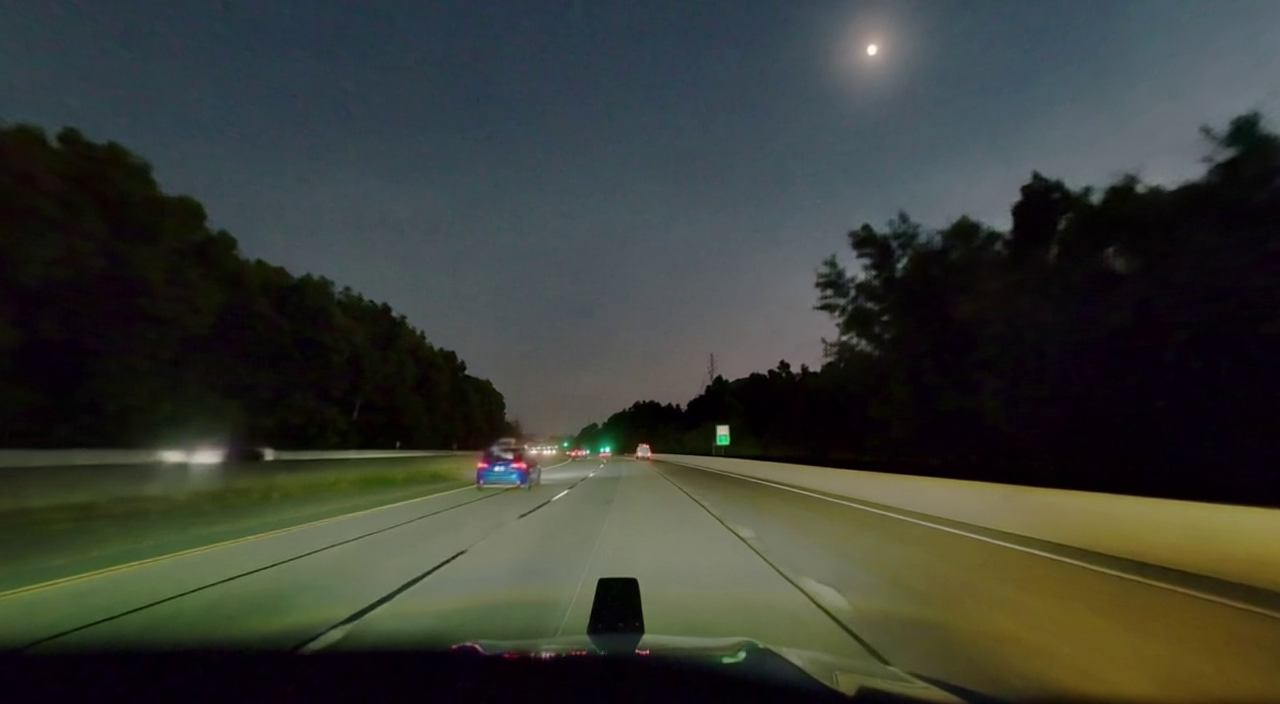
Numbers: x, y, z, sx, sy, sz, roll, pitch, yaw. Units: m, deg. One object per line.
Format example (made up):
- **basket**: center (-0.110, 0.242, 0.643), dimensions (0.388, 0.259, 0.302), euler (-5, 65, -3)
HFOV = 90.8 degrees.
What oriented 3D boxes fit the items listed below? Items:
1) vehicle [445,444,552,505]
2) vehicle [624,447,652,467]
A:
- **vehicle**: center (-3.917, 3.466, 18.393), dimensions (1.957, 1.499, 4.965), euler (0, -9, 0)
- **vehicle**: center (-0.202, 8.228, 49.458), dimensions (2.031, 1.483, 3.417), euler (0, -9, -2)
